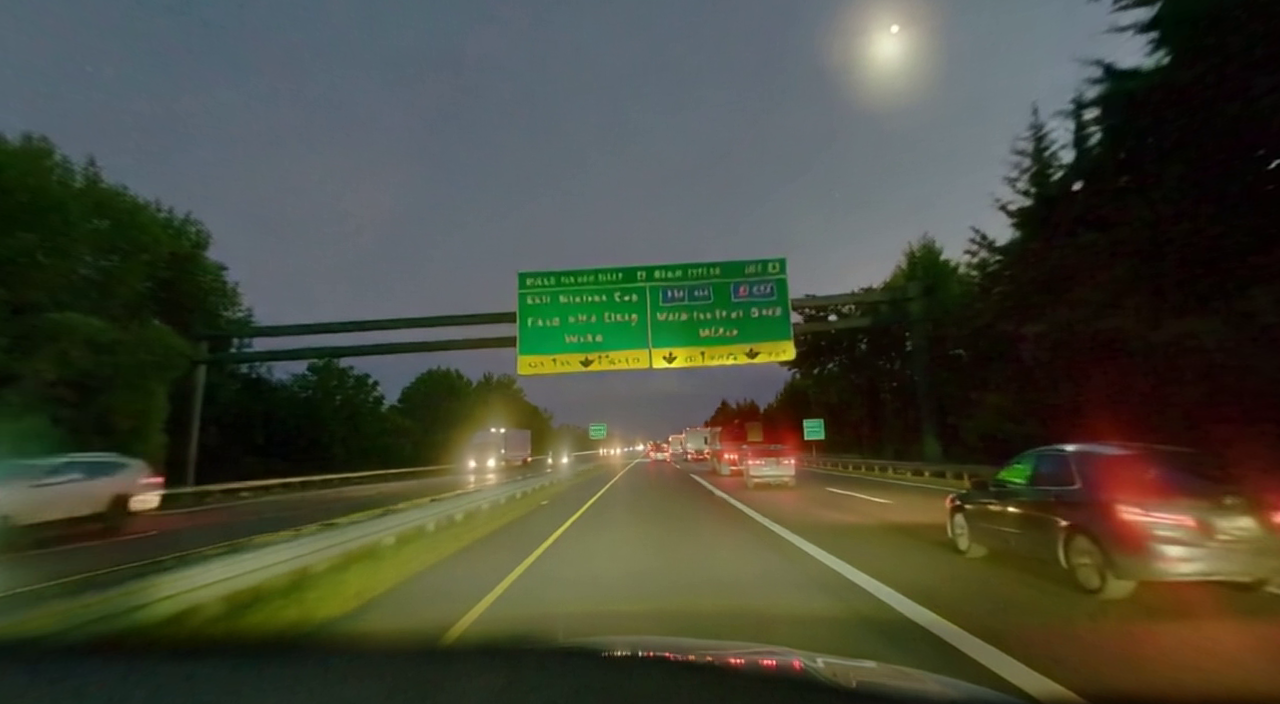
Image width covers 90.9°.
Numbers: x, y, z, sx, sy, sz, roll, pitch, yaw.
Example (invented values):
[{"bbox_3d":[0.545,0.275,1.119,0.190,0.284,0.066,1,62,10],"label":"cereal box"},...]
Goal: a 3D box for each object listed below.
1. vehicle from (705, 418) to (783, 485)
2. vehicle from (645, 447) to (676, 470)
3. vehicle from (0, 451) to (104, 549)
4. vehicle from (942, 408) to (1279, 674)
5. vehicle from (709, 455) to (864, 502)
[{"bbox_3d":[4.717,4.662,29.736,2.569,2.783,5.984,0,-9,-1],"label":"vehicle"},{"bbox_3d":[1.398,7.412,44.004,2.049,1.500,3.790,0,-9,1],"label":"vehicle"},{"bbox_3d":[-12.644,2.769,11.493,1.899,1.750,4.339,-4,-9,0],"label":"vehicle"},{"bbox_3d":[4.497,1.366,5.512,1.873,1.519,3.607,0,-9,0],"label":"vehicle"},{"bbox_3d":[4.642,4.458,23.439,2.472,1.036,13.239,-1,-9,-1],"label":"vehicle"}]
